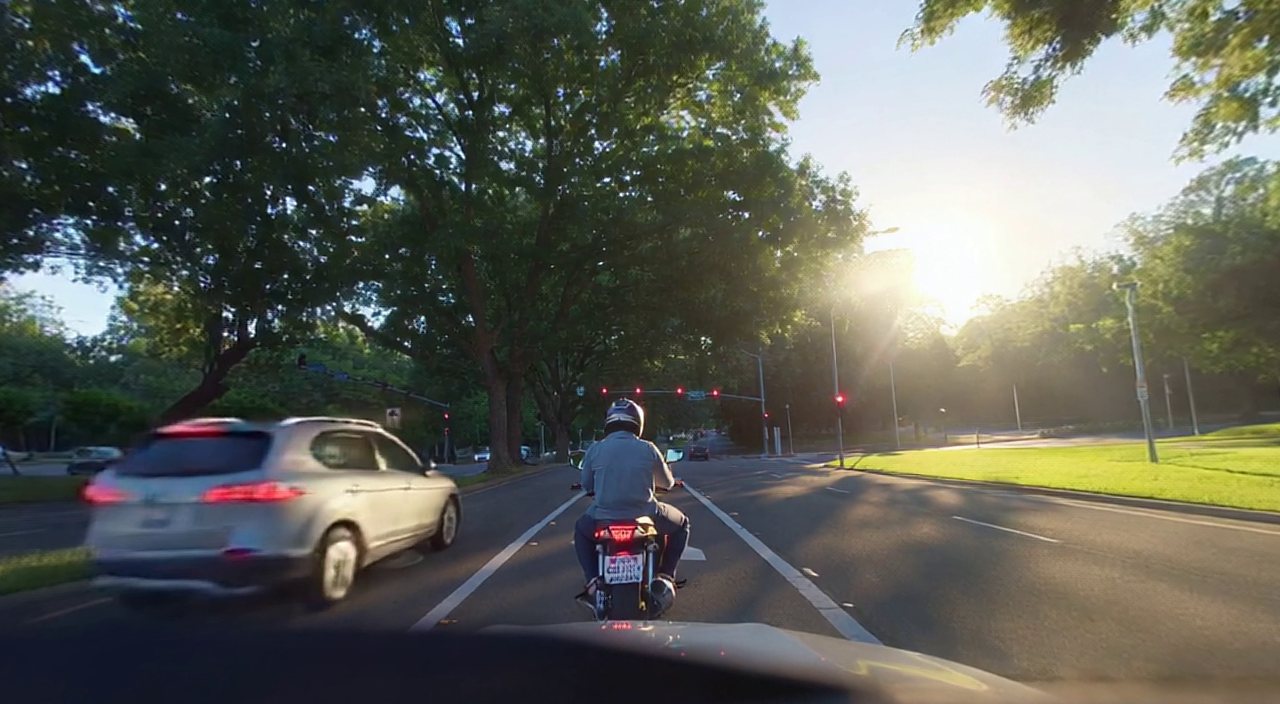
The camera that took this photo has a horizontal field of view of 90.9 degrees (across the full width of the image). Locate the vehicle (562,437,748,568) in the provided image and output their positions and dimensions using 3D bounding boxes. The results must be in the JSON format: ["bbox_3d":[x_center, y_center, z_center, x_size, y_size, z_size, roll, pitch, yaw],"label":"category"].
[{"bbox_3d":[0.126,2.026,9.409,2.093,1.450,4.437,0,-8,-1],"label":"vehicle"}]

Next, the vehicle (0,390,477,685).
[{"bbox_3d":[-3.291,1.409,6.147,2.056,1.647,5.045,0,-8,0],"label":"vehicle"}]
